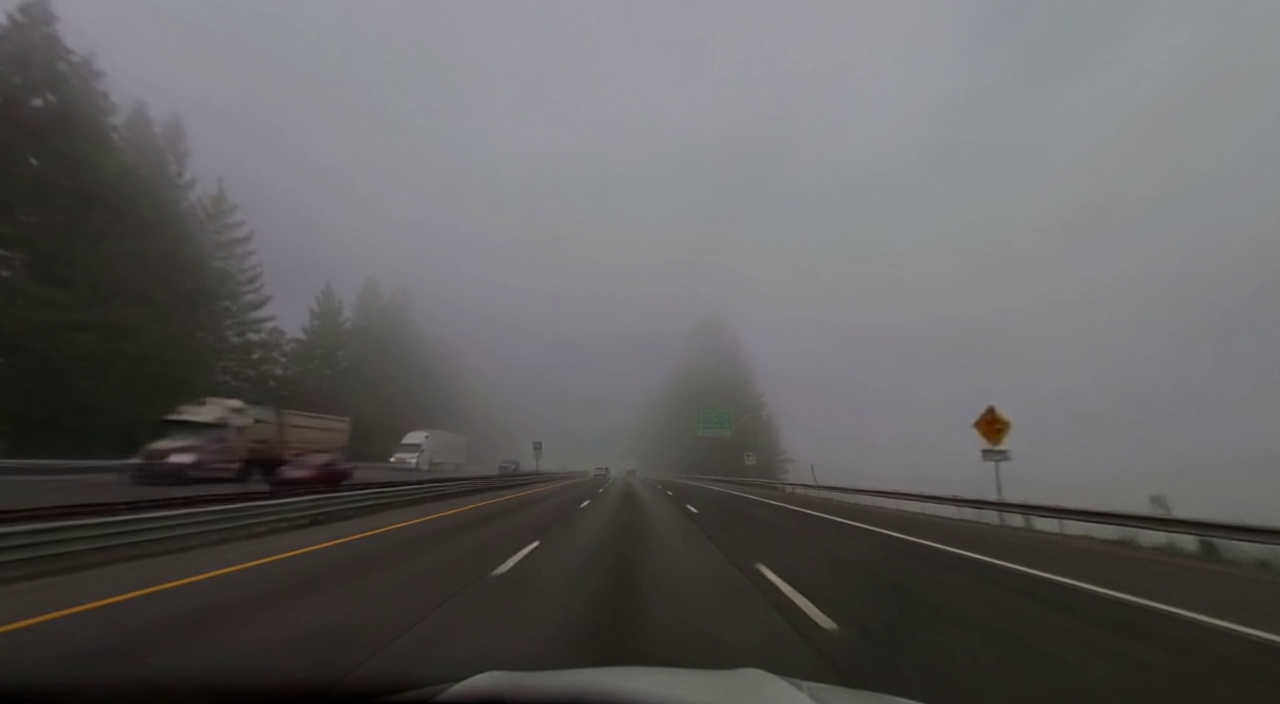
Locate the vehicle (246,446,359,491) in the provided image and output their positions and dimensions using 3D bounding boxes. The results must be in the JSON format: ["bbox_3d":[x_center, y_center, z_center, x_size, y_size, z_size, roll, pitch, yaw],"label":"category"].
[{"bbox_3d":[-12.261,4.284,23.259,1.845,1.456,4.333,1,-10,-1],"label":"vehicle"}]

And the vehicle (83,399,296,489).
[{"bbox_3d":[-16.557,3.634,24.057,2.610,2.836,7.407,1,-10,-1],"label":"vehicle"}]
